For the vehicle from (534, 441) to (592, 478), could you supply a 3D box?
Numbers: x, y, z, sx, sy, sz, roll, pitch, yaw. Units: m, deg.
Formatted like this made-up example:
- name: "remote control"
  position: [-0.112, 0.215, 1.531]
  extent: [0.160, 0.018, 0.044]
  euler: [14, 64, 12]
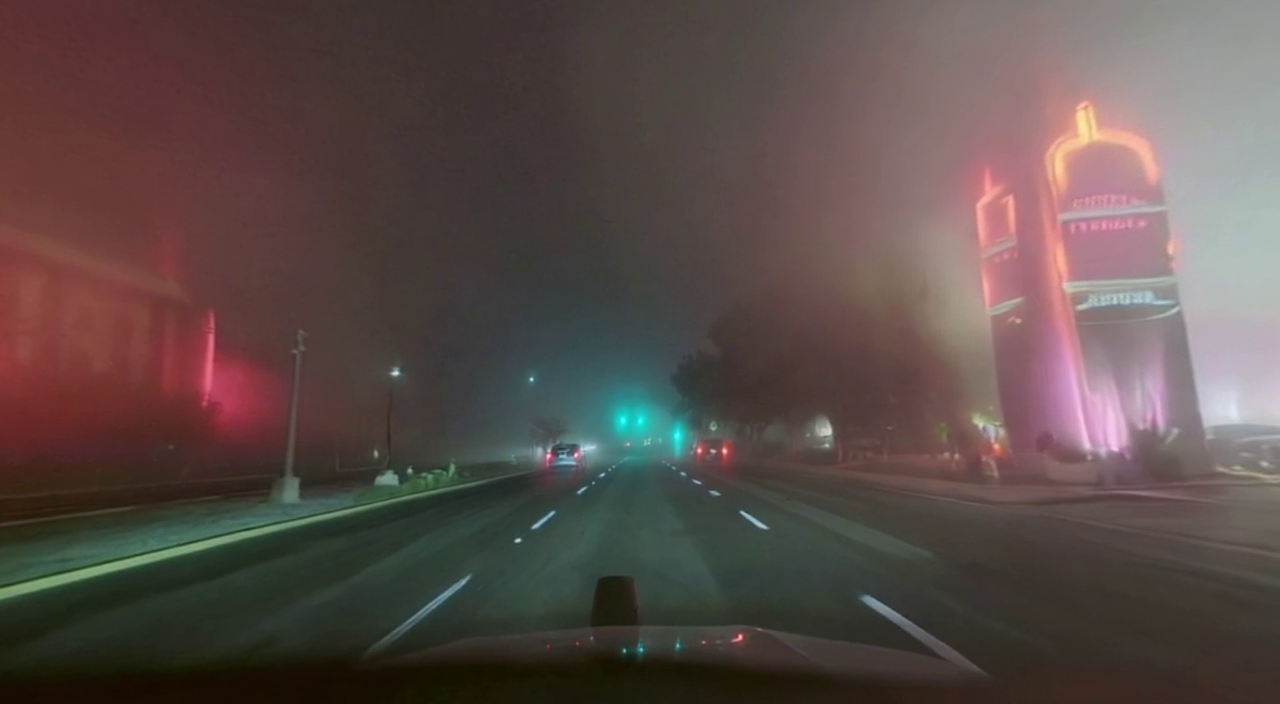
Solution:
- name: "vehicle"
  position: [-3.293, 4.673, 27.752]
  extent: [2.005, 1.477, 4.169]
  euler: [0, -8, 0]

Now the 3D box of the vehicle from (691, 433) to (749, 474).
- name: "vehicle"
  position: [3.643, 4.736, 29.558]
  extent: [2.083, 1.743, 4.354]
  euler: [0, -8, -1]
